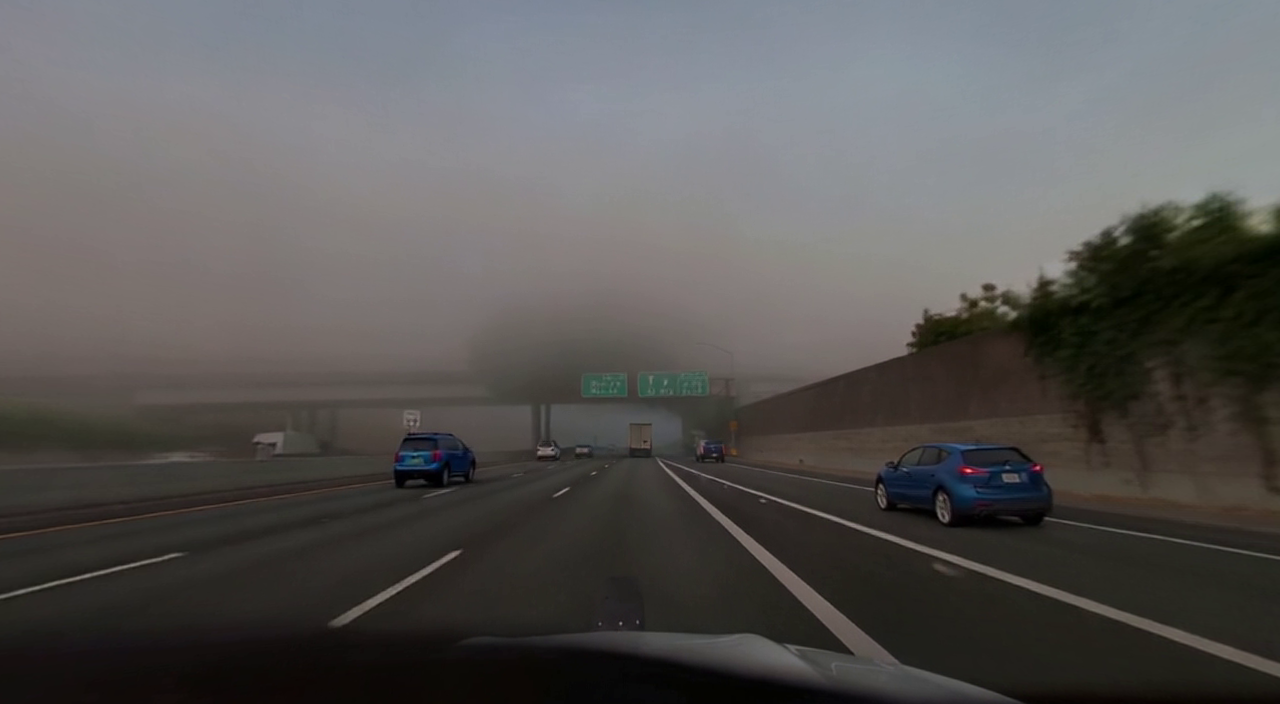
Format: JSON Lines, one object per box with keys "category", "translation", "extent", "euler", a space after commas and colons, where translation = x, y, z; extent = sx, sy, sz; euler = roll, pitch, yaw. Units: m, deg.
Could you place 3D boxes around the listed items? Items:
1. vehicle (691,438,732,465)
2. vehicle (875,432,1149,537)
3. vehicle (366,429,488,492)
{"category": "vehicle", "translation": [5.222, 7.363, 46.710], "extent": [2.220, 1.898, 4.752], "euler": [0, -9, -3]}
{"category": "vehicle", "translation": [6.322, 2.286, 11.553], "extent": [2.075, 1.510, 4.569], "euler": [0, -9, -3]}
{"category": "vehicle", "translation": [-6.619, 3.442, 20.308], "extent": [2.179, 1.753, 4.999], "euler": [0, -9, 0]}
